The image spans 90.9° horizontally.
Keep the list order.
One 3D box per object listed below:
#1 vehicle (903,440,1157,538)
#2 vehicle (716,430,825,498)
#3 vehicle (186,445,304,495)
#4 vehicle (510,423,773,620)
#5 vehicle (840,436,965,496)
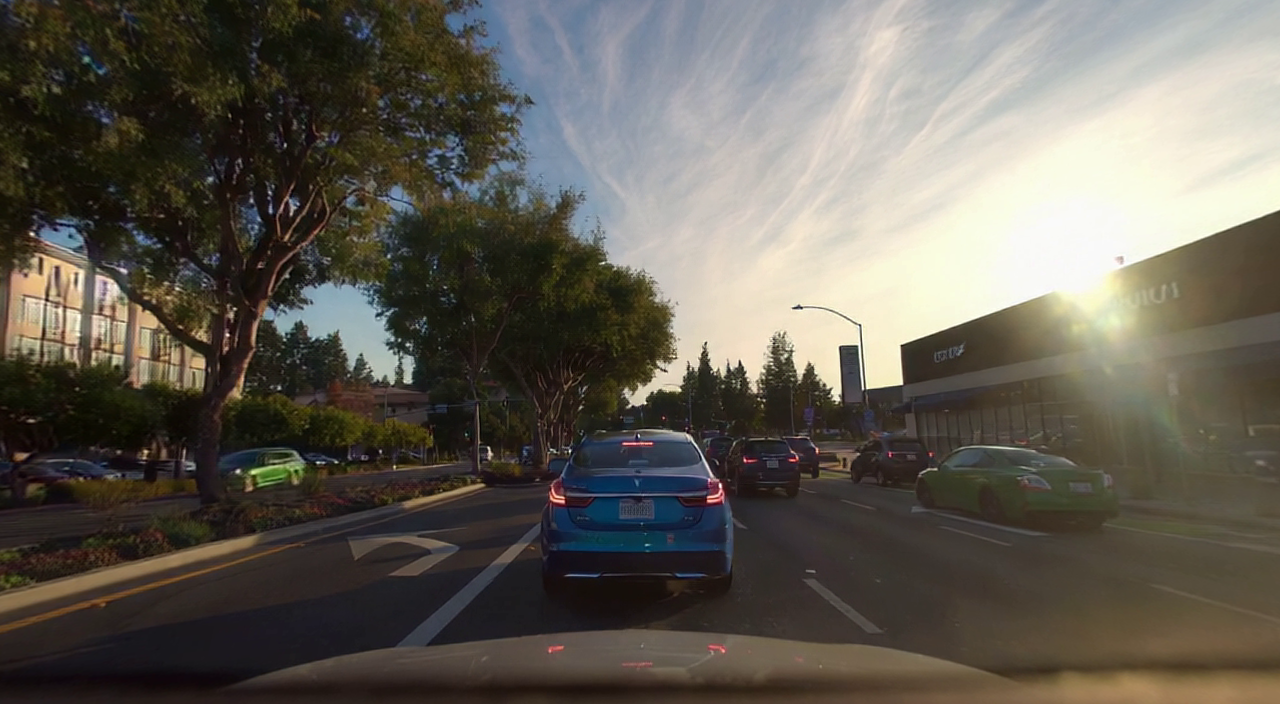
[{"bbox_3d":[6.834,2.402,11.790,1.911,1.468,4.417,0,-8,0],"label":"vehicle"},{"bbox_3d":[3.614,3.205,18.465,2.114,1.736,4.553,0,-8,-1],"label":"vehicle"},{"bbox_3d":[-15.293,4.553,24.764,2.163,1.743,4.428,1,-8,-7],"label":"vehicle"},{"bbox_3d":[-0.018,1.600,6.998,1.977,1.465,4.376,0,-8,-1],"label":"vehicle"},{"bbox_3d":[7.899,3.447,19.514,1.963,1.637,4.527,0,-8,1],"label":"vehicle"}]
